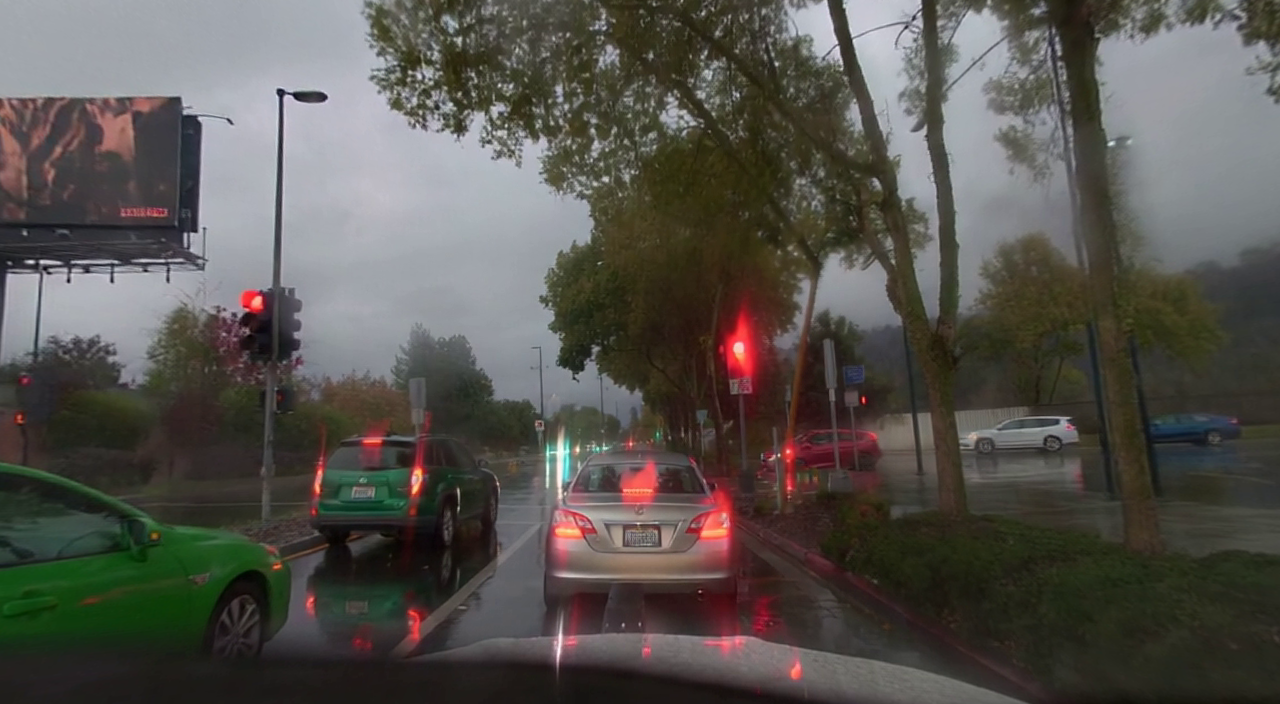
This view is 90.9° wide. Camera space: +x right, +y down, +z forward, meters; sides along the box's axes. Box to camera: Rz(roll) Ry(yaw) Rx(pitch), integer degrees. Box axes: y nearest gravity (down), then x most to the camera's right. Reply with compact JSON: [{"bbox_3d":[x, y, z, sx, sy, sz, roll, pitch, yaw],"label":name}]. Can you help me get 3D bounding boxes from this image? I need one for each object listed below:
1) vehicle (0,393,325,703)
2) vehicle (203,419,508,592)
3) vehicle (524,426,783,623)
[{"bbox_3d":[-3.150,0.953,2.430,1.808,1.520,3.846,-1,-9,1],"label":"vehicle"},{"bbox_3d":[-3.170,1.790,8.144,1.950,1.628,4.082,-1,-9,1],"label":"vehicle"},{"bbox_3d":[0.040,1.587,6.625,1.977,1.467,3.474,0,-9,-2],"label":"vehicle"}]
